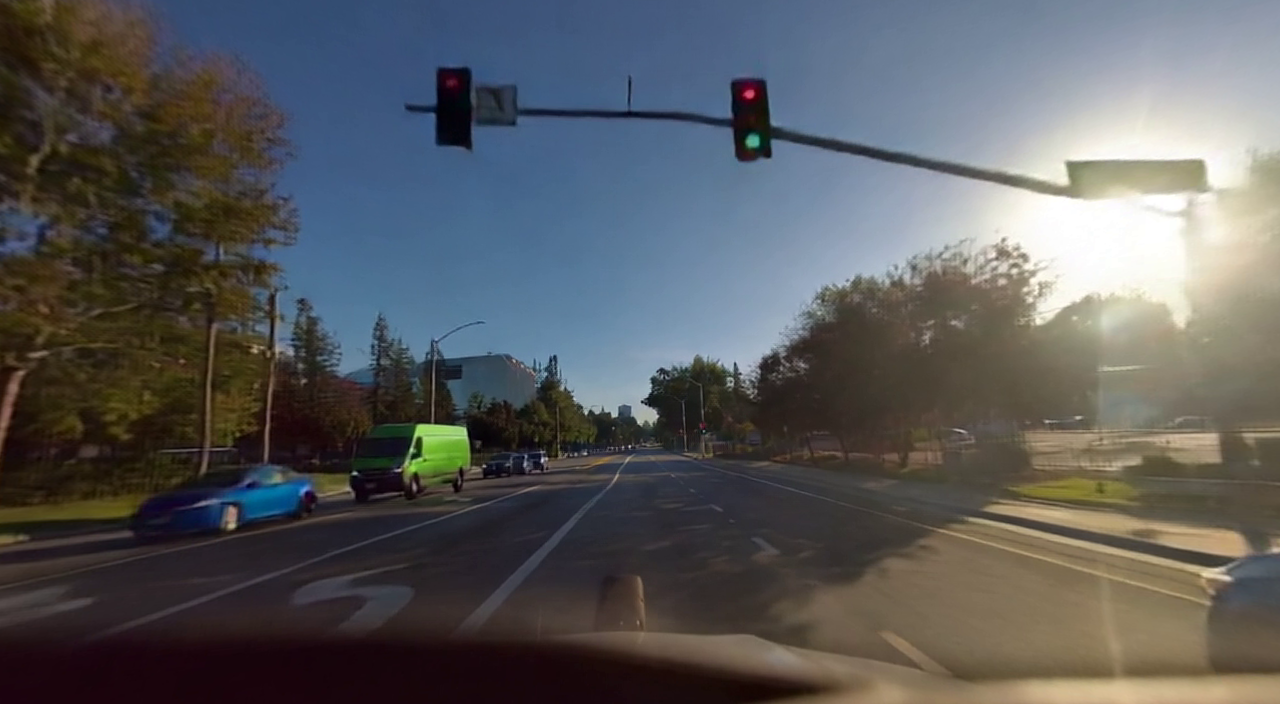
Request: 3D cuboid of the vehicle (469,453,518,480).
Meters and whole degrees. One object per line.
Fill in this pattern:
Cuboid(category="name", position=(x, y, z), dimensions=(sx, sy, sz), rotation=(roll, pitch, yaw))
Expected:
Cuboid(category="vehicle", position=(-8.861, 6.943, 38.567), dimensions=(1.959, 1.469, 4.369), rotation=(0, -9, 0))

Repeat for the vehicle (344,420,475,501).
Cuboid(category="vehicle", position=(-8.805, 4.222, 25.089), dimensions=(2.617, 2.736, 6.621), rotation=(0, -9, 0))

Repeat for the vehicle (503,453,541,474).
Cuboid(category="vehicle", position=(-8.810, 8.366, 47.512), dimensions=(1.940, 1.452, 4.441), rotation=(-1, -9, 1))

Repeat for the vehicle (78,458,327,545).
Cuboid(category="vehicle", position=(-9.081, 3.100, 13.781), dimensions=(2.190, 1.455, 4.516), rotation=(0, -9, 0))
